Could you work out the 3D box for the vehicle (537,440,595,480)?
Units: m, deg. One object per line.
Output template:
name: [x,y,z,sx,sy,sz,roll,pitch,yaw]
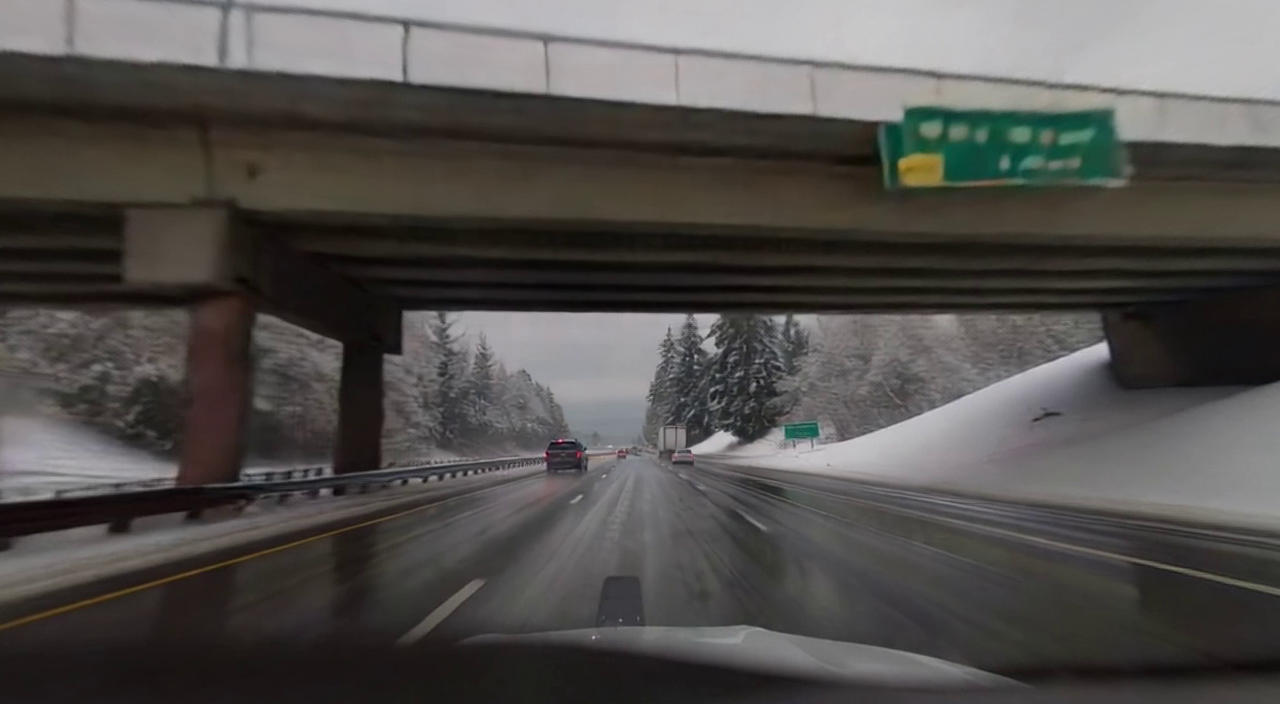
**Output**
vehicle: [-3.535,5.279,30.993,2.238,1.792,4.518,0,-9,1]
